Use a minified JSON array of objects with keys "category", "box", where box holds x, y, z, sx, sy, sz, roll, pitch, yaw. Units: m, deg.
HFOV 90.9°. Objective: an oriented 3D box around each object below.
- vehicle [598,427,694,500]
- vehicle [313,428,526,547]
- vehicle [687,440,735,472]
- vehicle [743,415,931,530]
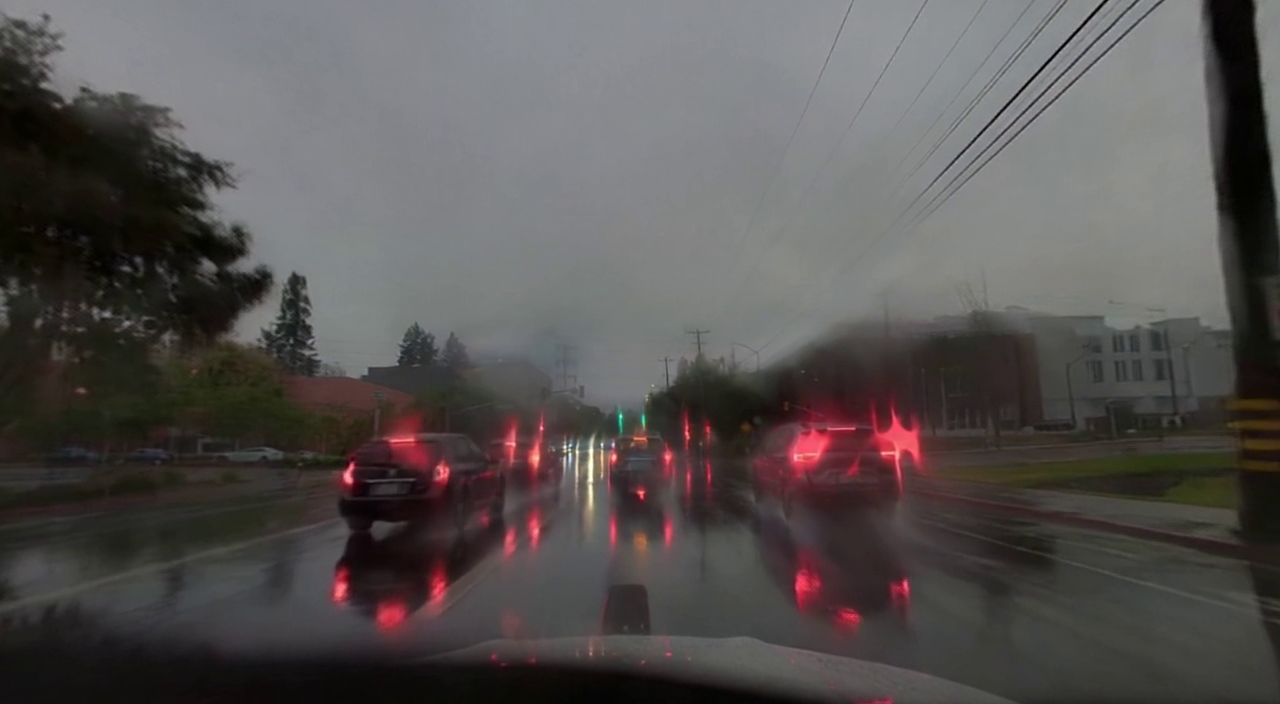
[{"category":"vehicle","box":[0.124,2.877,16.589,2.200,1.653,4.127,0,-8,0]},{"category":"vehicle","box":[-3.214,2.061,10.353,2.104,1.488,4.546,0,-8,-4]},{"category":"vehicle","box":[3.571,5.285,32.208,1.880,1.503,4.130,0,-8,-1]},{"category":"vehicle","box":[3.365,2.166,11.873,2.024,1.711,4.512,0,-8,-1]}]
